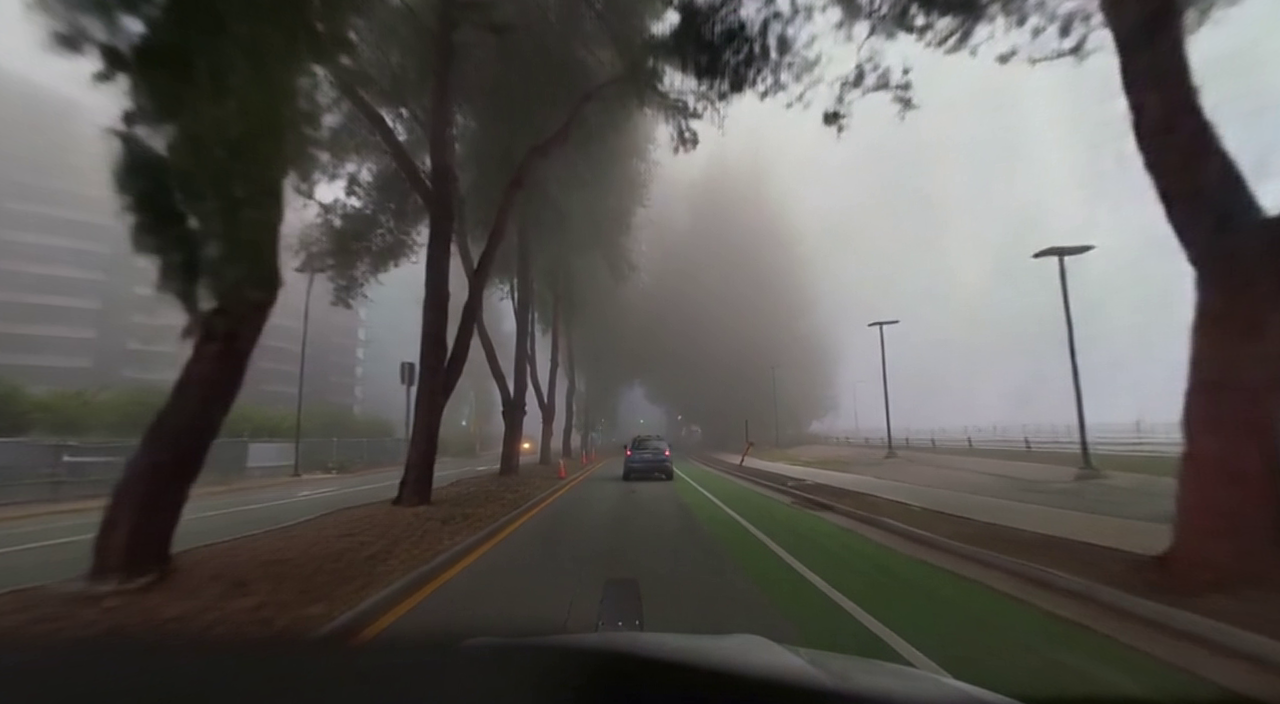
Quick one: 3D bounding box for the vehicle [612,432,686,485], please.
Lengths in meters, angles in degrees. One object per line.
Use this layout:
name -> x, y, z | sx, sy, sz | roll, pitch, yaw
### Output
vehicle -> 0.271, 3.384, 20.364 | 2.114, 1.493, 4.430 | 0, -8, 1
